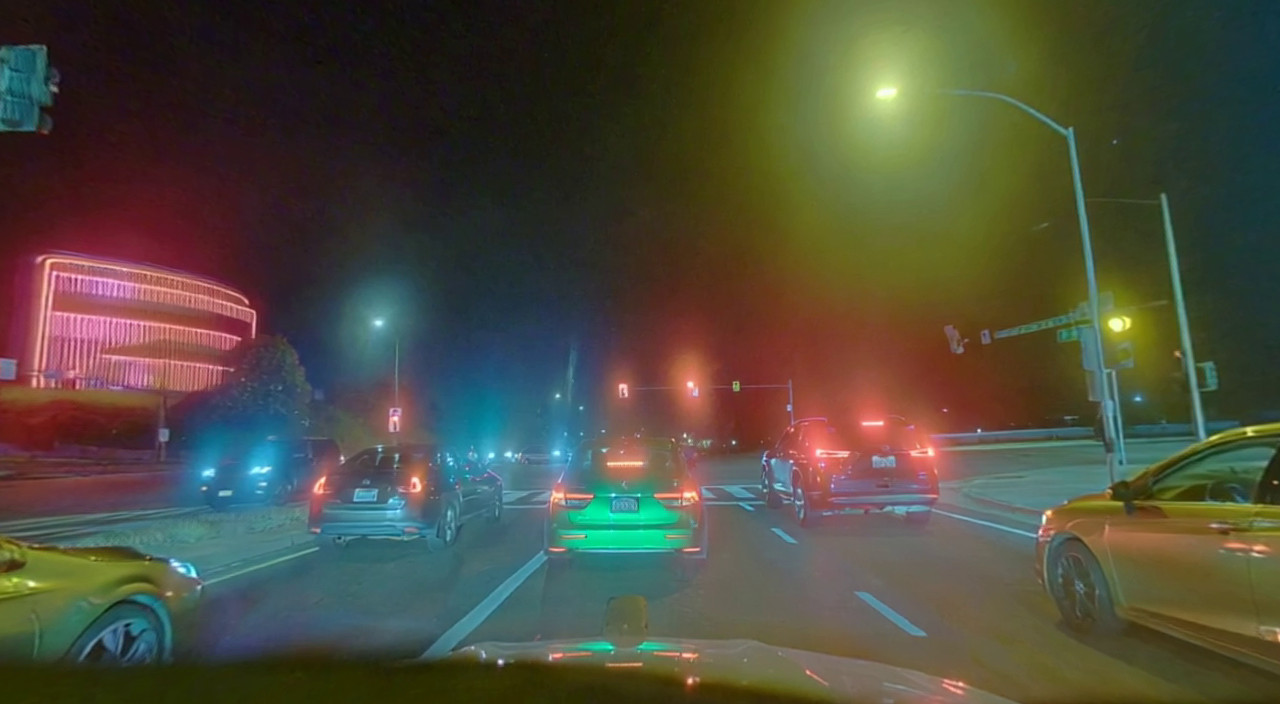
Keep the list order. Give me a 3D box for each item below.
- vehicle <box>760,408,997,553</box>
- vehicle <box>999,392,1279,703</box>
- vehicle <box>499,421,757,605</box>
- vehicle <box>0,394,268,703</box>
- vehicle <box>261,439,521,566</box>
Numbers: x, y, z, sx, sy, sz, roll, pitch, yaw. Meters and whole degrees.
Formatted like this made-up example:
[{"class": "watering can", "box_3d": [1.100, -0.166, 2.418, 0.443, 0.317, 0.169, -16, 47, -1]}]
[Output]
[{"class": "vehicle", "box_3d": [3.310, 1.870, 9.827, 1.992, 1.744, 4.183, 0, -8, -1]}, {"class": "vehicle", "box_3d": [3.929, 0.970, 3.103, 1.800, 1.519, 4.198, 0, -8, -1]}, {"class": "vehicle", "box_3d": [-0.134, 1.643, 7.359, 2.140, 1.499, 4.119, 0, -8, -1]}, {"class": "vehicle", "box_3d": [-3.478, 0.863, 1.837, 2.016, 1.547, 4.414, 0, -8, 1]}, {"class": "vehicle", "box_3d": [-3.307, 2.068, 9.530, 1.995, 1.436, 4.373, -1, -8, 2]}]
